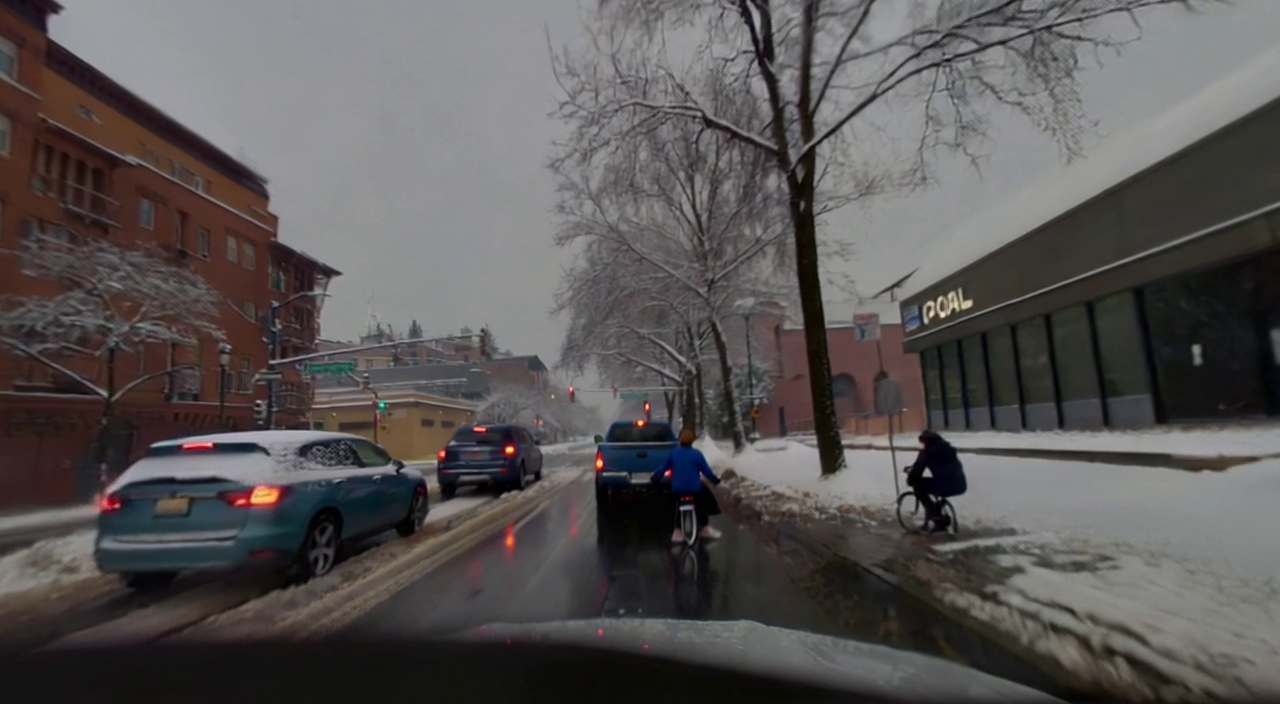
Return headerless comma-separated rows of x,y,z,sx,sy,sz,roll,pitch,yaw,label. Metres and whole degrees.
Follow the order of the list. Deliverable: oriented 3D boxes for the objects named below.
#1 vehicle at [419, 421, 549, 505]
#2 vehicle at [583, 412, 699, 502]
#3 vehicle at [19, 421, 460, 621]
-3.634,2.689,15.651,2.046,1.750,4.452,0,-9,0,vehicle
-0.015,2.589,15.882,2.426,1.882,5.027,0,-9,-1,vehicle
-3.614,1.586,6.887,2.064,1.486,4.140,0,-9,0,vehicle
